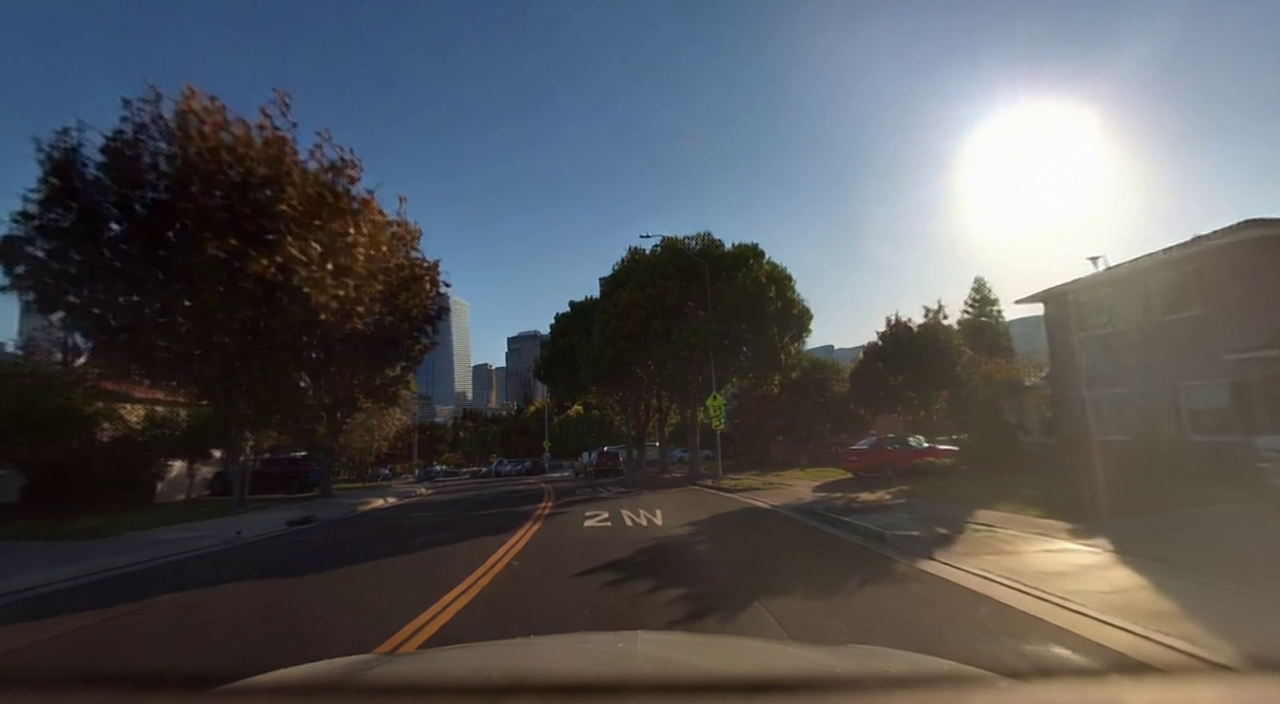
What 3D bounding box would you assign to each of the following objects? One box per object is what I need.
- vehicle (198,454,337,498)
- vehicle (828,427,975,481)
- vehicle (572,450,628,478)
[{"bbox_3d":[-15.170,5.039,26.049,4.664,1.580,1.973,3,-9,-23],"label":"vehicle"},{"bbox_3d":[8.900,3.452,21.598,4.284,1.522,1.893,-1,-8,-17],"label":"vehicle"},{"bbox_3d":[-2.486,6.670,37.920,2.181,1.494,5.023,2,-9,-18],"label":"vehicle"}]
